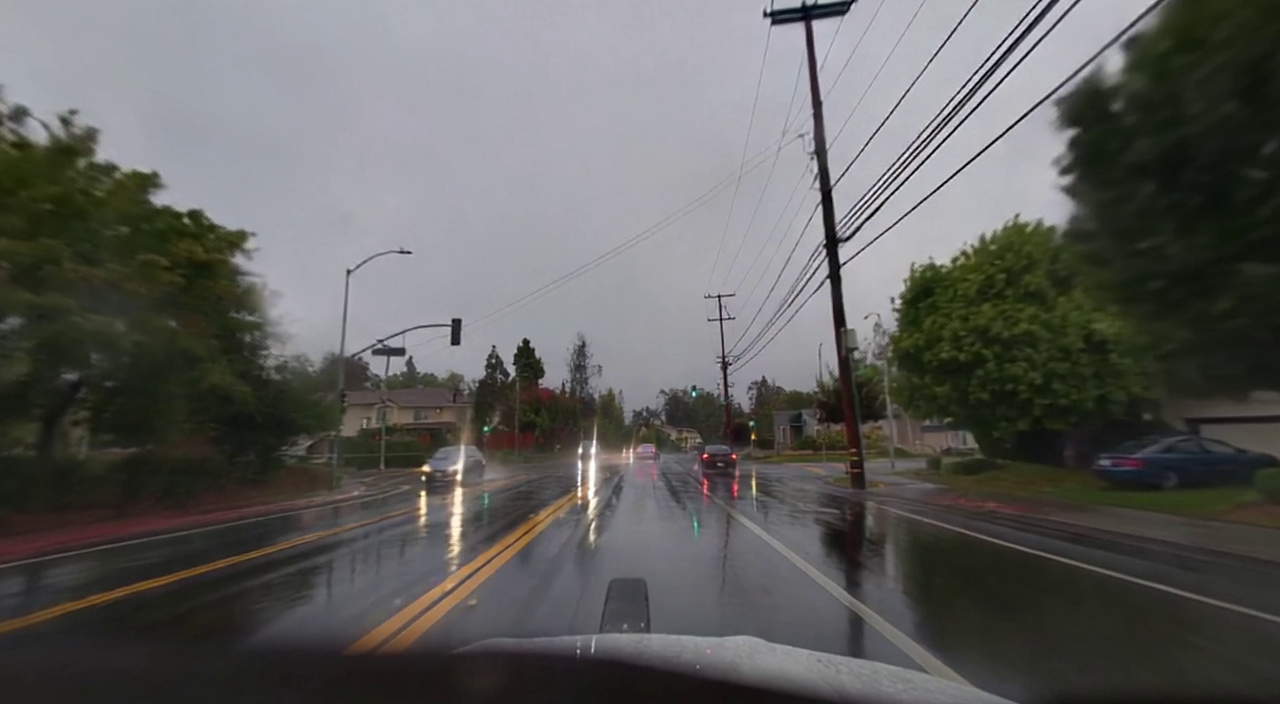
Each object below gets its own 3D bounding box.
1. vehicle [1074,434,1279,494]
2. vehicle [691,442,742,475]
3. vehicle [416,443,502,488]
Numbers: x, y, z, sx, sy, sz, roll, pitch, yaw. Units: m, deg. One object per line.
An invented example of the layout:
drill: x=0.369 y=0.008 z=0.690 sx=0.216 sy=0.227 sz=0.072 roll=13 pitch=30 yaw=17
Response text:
vehicle: x=14.699 y=2.973 z=16.935 sx=4.838 sy=1.474 sz=1.873 roll=1 pitch=-8 yaw=-6
vehicle: x=3.722 y=5.264 z=31.418 sx=1.951 sy=1.479 sz=4.487 roll=0 pitch=-8 yaw=-1
vehicle: x=-7.266 y=4.583 z=25.814 sx=2.126 sy=1.645 sz=4.493 roll=0 pitch=-8 yaw=1
